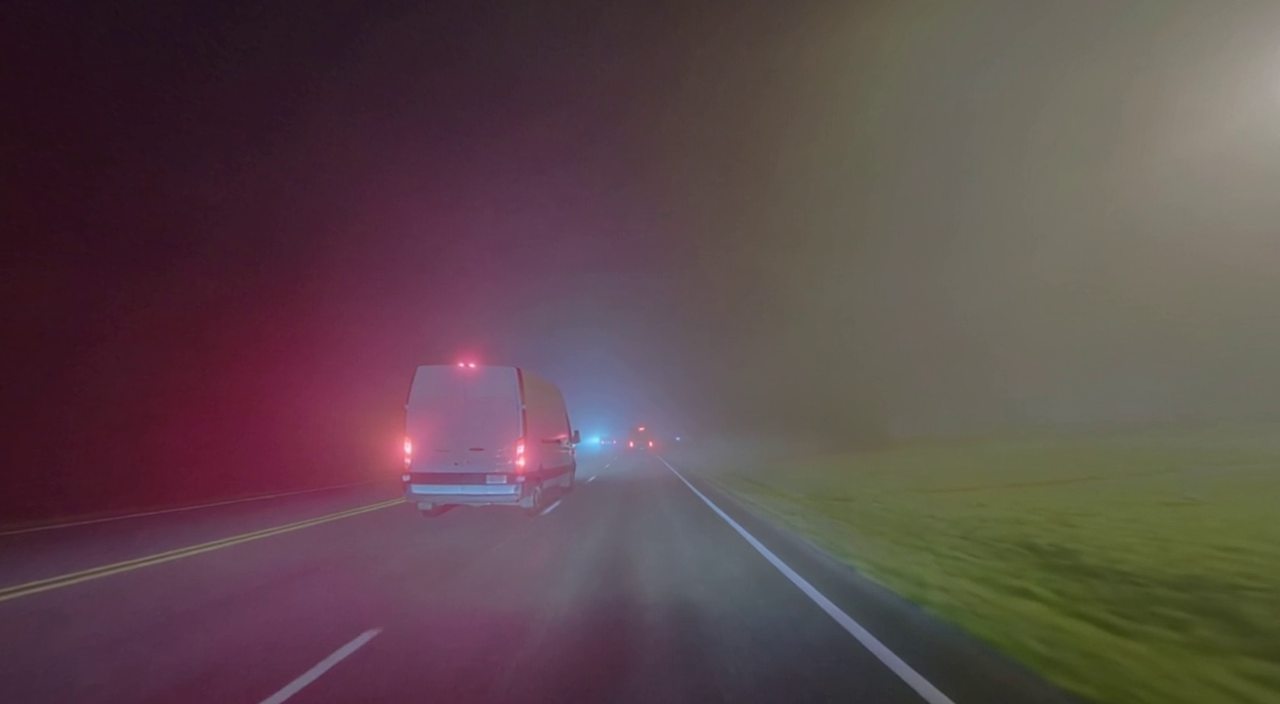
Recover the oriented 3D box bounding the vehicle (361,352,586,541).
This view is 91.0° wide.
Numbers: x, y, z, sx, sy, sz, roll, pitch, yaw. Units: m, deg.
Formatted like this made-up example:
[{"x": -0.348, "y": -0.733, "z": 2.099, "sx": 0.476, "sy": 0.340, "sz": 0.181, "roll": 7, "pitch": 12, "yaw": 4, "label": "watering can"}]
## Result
[{"x": -2.572, "y": 1.738, "z": 11.842, "sx": 2.497, "sy": 2.628, "sz": 6.016, "roll": 0, "pitch": -8, "yaw": 1, "label": "vehicle"}]
